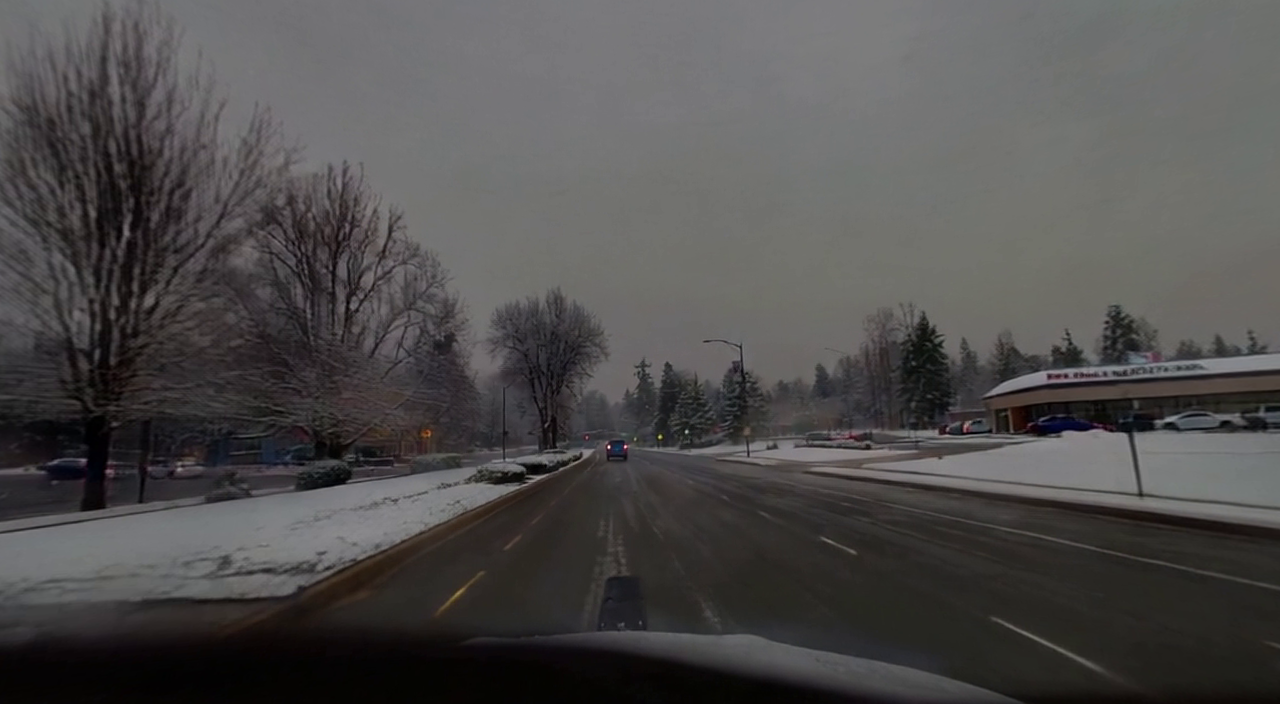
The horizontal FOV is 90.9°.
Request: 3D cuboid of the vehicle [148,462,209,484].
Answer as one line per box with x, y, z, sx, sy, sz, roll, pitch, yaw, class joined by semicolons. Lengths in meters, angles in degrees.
-36.244;9.514;49.639;1.784;1.536;3.893;0;-8;0;vehicle
